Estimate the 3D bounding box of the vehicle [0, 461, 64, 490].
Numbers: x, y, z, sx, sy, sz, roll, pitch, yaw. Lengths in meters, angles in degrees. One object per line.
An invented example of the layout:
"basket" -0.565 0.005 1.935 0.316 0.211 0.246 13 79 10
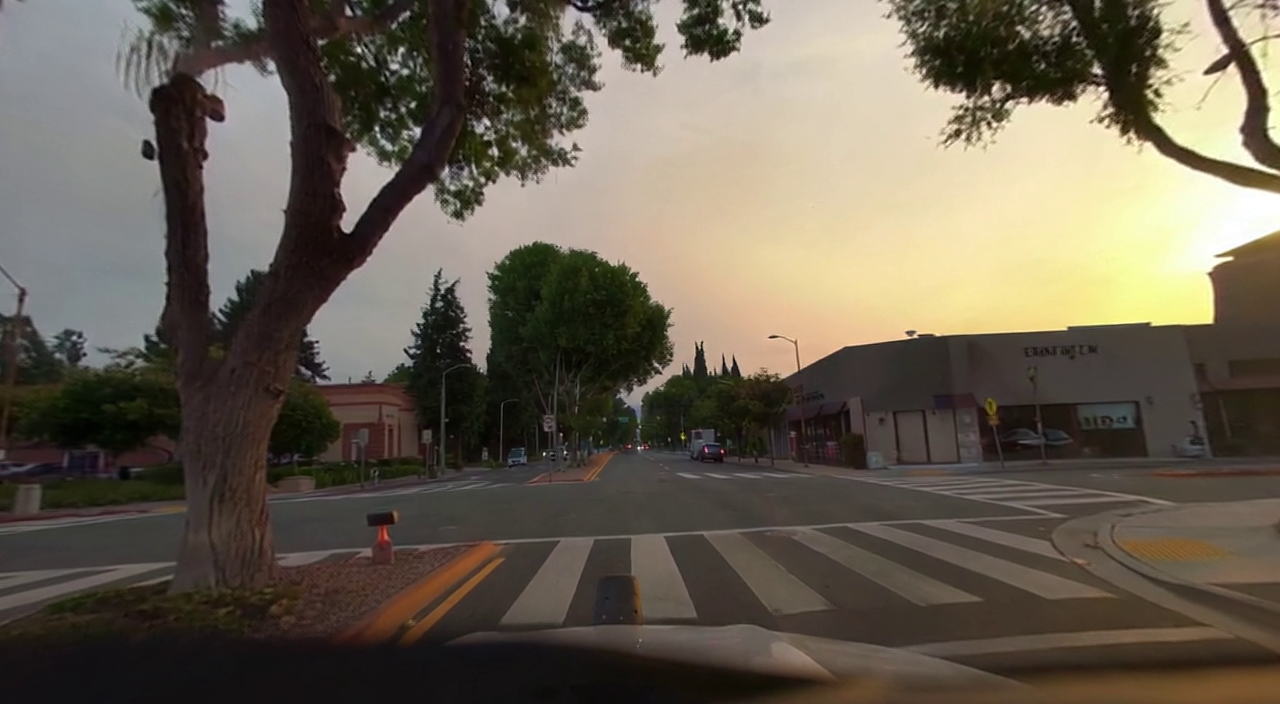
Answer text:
"vehicle" -36.919 7.271 37.342 1.871 1.523 4.028 0 -9 1
